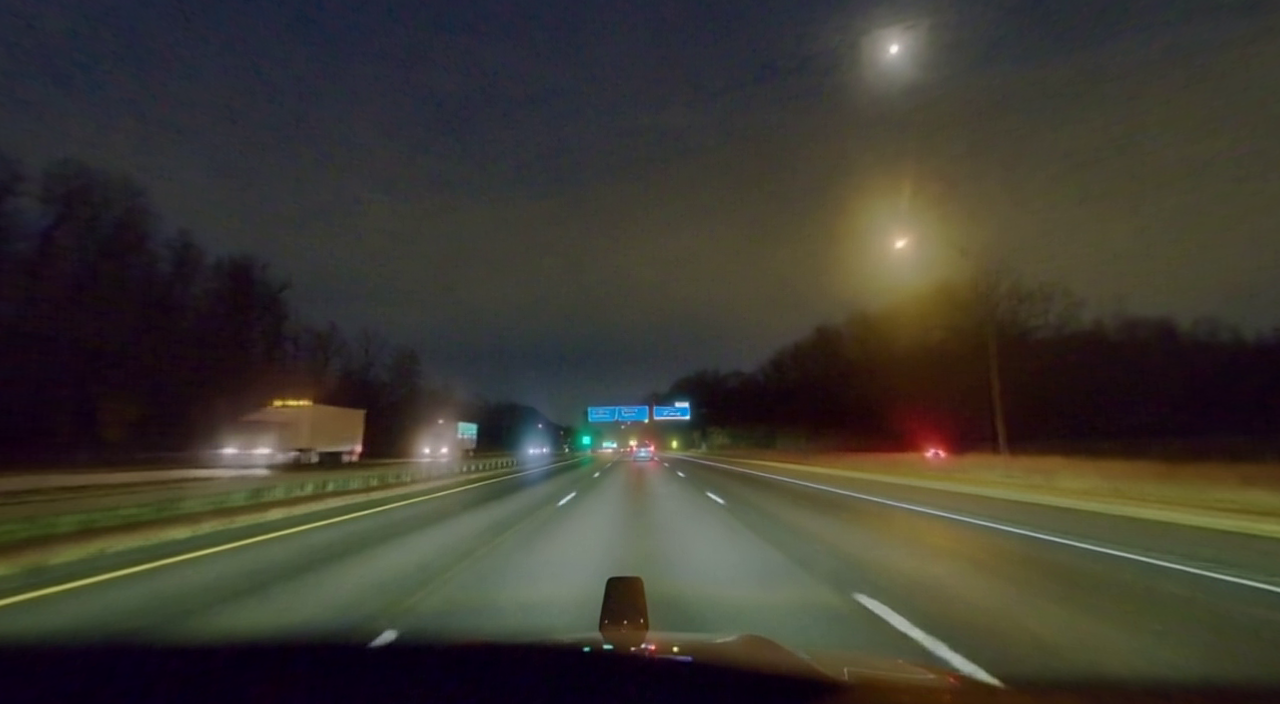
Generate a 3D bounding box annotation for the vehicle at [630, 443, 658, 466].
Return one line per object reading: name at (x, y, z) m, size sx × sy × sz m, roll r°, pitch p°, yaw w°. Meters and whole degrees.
vehicle at (0.255, 7.083, 43.569) m, size 1.859 × 1.478 × 3.799 m, roll 0°, pitch -8°, yaw 0°

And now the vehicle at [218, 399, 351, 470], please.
vehicle at (-21.306, 5.124, 38.504) m, size 2.900 × 3.781 × 9.129 m, roll 0°, pitch -9°, yaw -1°
